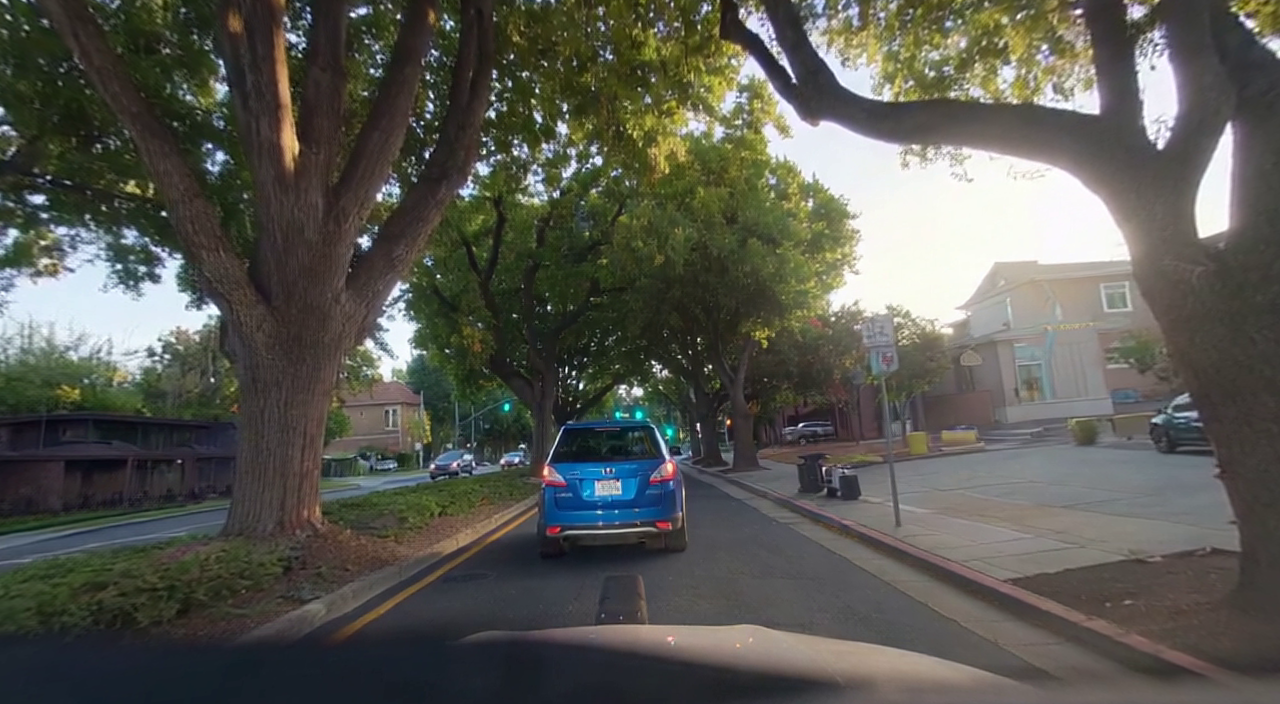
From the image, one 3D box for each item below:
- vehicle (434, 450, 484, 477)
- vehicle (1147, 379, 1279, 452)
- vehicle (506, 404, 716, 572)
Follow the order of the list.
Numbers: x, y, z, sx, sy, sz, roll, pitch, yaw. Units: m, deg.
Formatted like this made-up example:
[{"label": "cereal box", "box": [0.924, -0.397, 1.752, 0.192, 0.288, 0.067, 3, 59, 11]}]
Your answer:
[{"label": "vehicle", "box": [-12.214, 7.520, 42.875, 1.971, 1.718, 4.539, 0, -8, 1]}, {"label": "vehicle", "box": [13.849, 1.381, 13.516, 4.270, 1.486, 2.042, -5, -10, 28]}, {"label": "vehicle", "box": [-0.266, 1.686, 8.492, 2.136, 1.703, 3.910, 0, -8, 1]}]
